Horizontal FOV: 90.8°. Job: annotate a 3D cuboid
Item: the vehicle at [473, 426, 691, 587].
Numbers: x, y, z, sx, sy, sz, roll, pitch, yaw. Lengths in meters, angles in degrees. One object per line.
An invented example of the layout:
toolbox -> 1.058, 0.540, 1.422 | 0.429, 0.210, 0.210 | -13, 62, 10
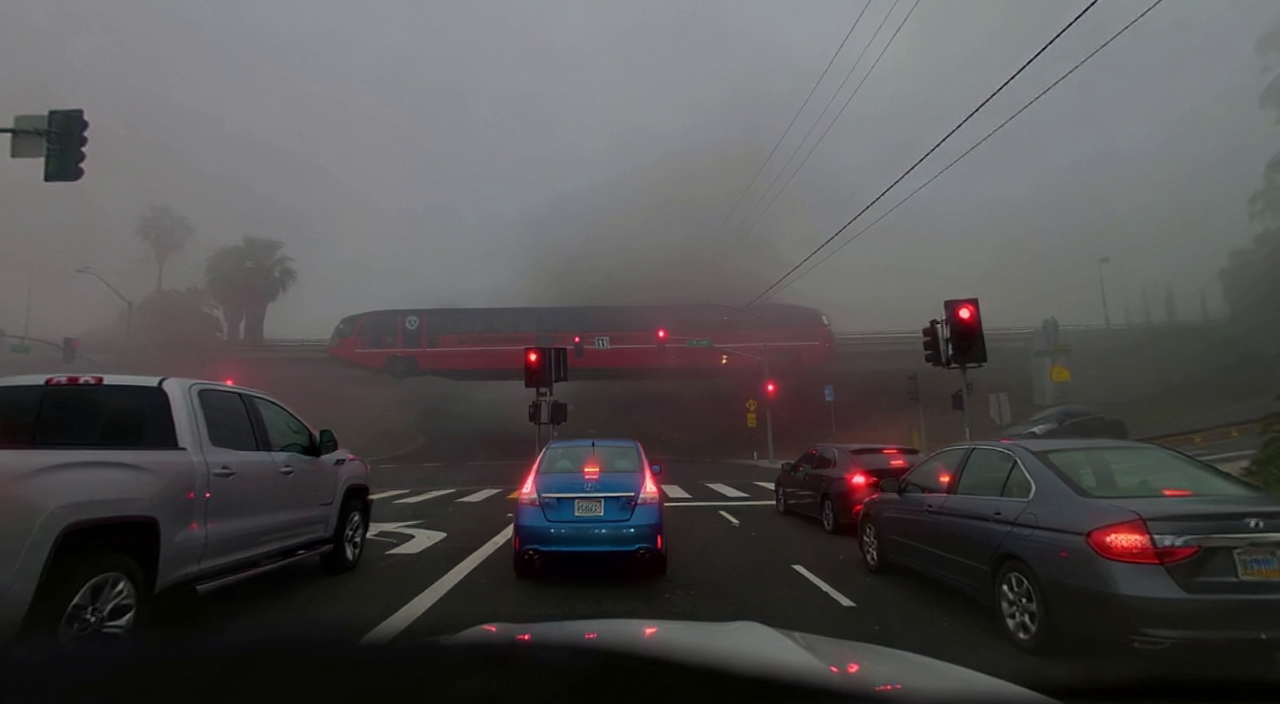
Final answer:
vehicle -> -0.646, 1.760, 8.057 | 2.035, 1.491, 4.090 | 0, -9, -3

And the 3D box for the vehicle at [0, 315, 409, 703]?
vehicle -> -3.843, 1.105, 4.941 | 2.078, 1.838, 5.448 | 0, -9, -1

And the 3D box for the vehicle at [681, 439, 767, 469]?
vehicle -> 4.165, 5.142, 31.977 | 1.878, 1.428, 4.416 | 5, -10, -32

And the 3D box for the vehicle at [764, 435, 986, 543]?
vehicle -> 3.679, 2.217, 10.961 | 1.965, 1.448, 4.486 | 0, -9, -2

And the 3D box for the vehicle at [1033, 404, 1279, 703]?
vehicle -> 3.879, 0.893, 2.199 | 2.052, 1.496, 4.541 | 0, -9, 0
